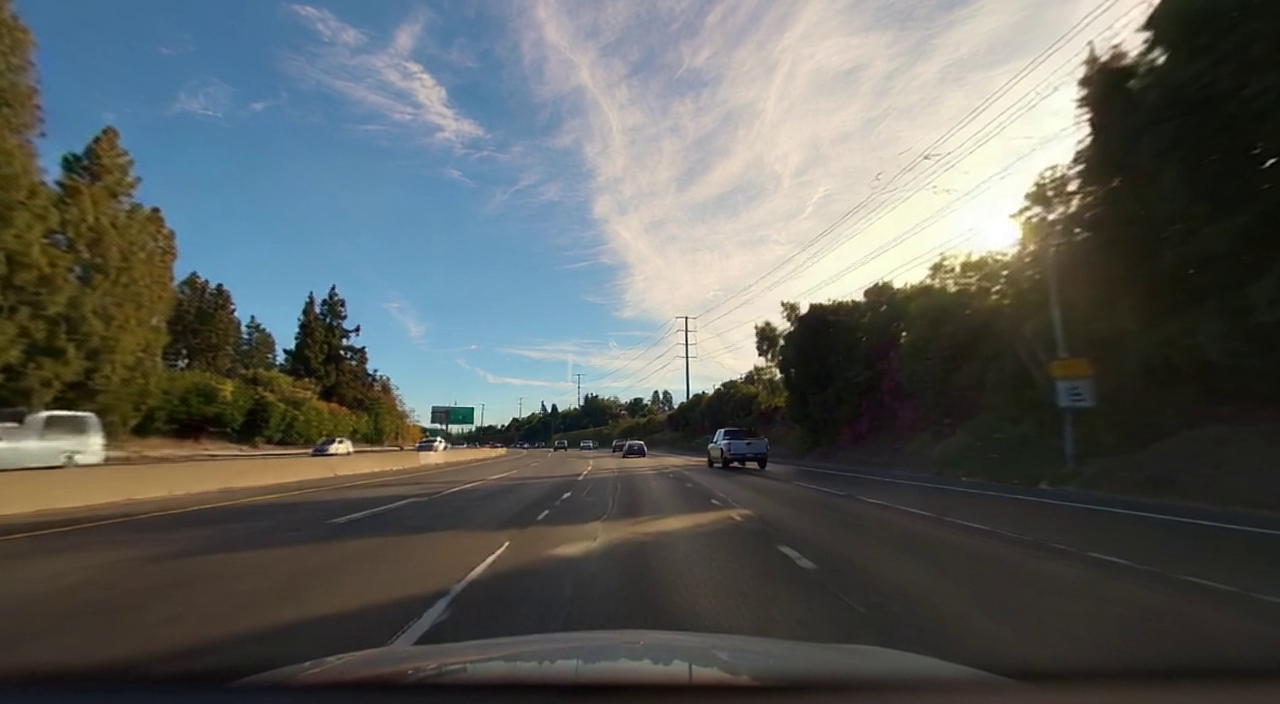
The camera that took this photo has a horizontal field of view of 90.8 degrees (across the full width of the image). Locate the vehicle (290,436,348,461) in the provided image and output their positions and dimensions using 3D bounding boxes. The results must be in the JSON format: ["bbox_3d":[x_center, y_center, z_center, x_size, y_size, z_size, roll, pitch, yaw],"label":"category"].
[{"bbox_3d":[-24.042,7.243,47.475,2.088,1.769,4.831,1,-8,-4],"label":"vehicle"}]

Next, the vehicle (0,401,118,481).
[{"bbox_3d":[-22.659,3.215,22.732,2.625,2.635,6.136,0,-8,-3],"label":"vehicle"}]

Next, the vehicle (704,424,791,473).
[{"bbox_3d":[4.849,4.486,29.631,2.504,2.033,5.979,1,-8,-6],"label":"vehicle"}]
